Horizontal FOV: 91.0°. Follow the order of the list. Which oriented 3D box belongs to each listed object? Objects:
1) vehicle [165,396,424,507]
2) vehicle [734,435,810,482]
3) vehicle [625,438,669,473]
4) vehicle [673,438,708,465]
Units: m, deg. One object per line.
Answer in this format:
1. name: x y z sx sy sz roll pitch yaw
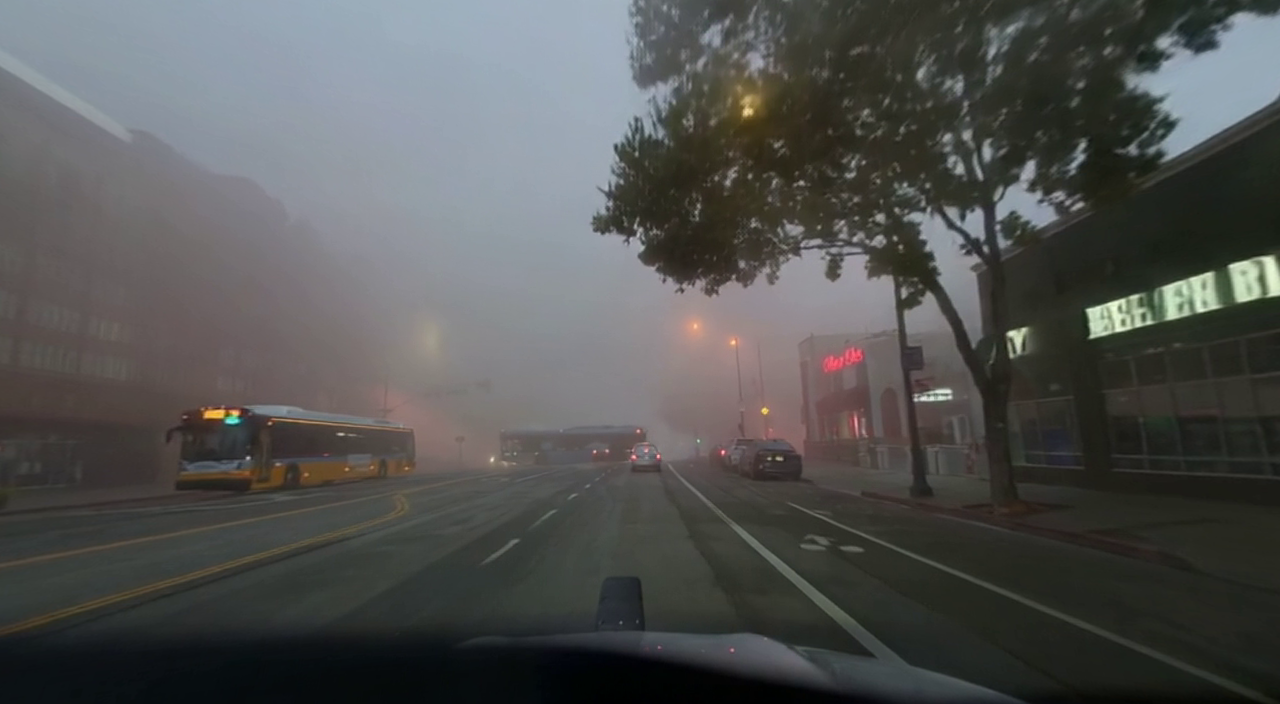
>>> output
1. vehicle: -12.682 3.956 25.515 3.356 3.365 12.460 0 -9 1
2. vehicle: 5.118 4.186 25.069 2.014 1.681 4.332 0 -9 -1
3. vehicle: 0.283 5.383 32.950 2.089 1.699 4.650 0 -9 -2
4. vehicle: 3.355 6.728 42.635 2.222 1.688 3.952 0 -9 3
